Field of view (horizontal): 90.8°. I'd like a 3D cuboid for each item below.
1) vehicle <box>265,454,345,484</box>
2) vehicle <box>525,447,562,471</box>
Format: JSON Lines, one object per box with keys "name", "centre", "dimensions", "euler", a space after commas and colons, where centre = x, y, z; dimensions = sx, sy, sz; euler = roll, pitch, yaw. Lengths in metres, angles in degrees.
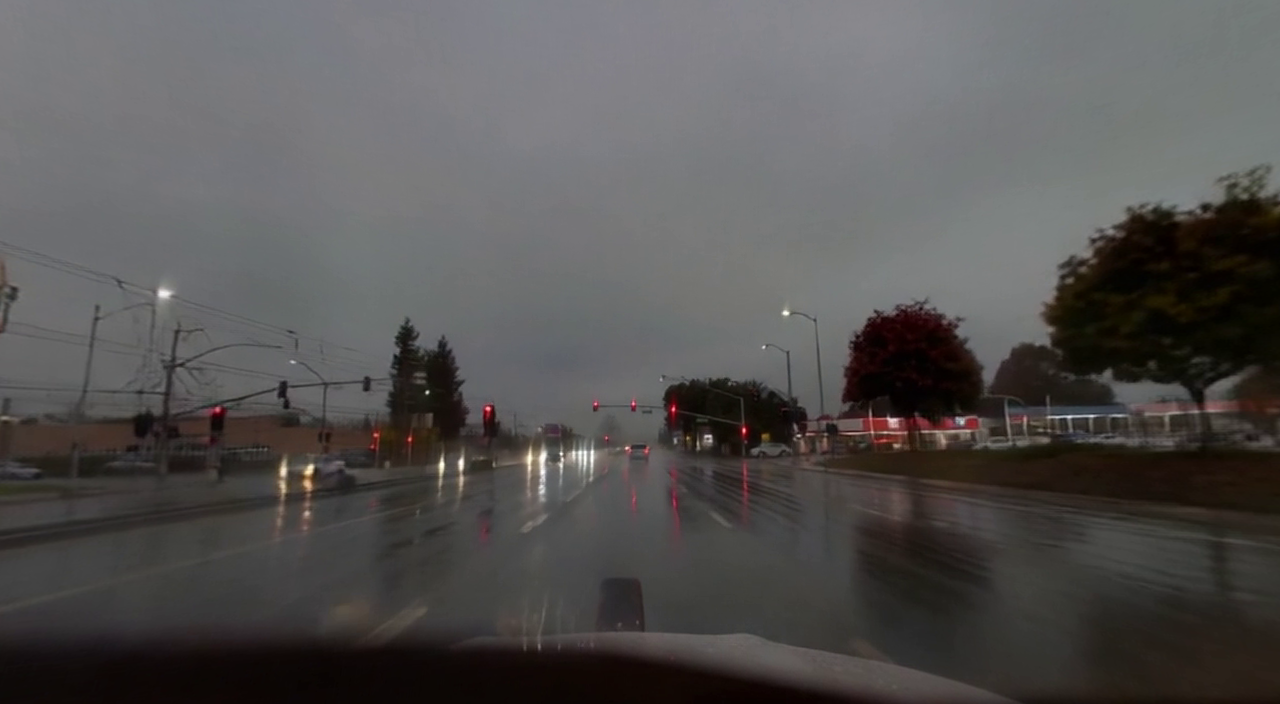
{"name": "vehicle", "centre": [-18.830, 6.547, 35.767], "dimensions": [1.948, 1.507, 4.742], "euler": [0, -8, 0]}
{"name": "vehicle", "centre": [-6.613, 7.348, 43.743], "dimensions": [1.898, 1.539, 4.314], "euler": [0, -8, 0]}
